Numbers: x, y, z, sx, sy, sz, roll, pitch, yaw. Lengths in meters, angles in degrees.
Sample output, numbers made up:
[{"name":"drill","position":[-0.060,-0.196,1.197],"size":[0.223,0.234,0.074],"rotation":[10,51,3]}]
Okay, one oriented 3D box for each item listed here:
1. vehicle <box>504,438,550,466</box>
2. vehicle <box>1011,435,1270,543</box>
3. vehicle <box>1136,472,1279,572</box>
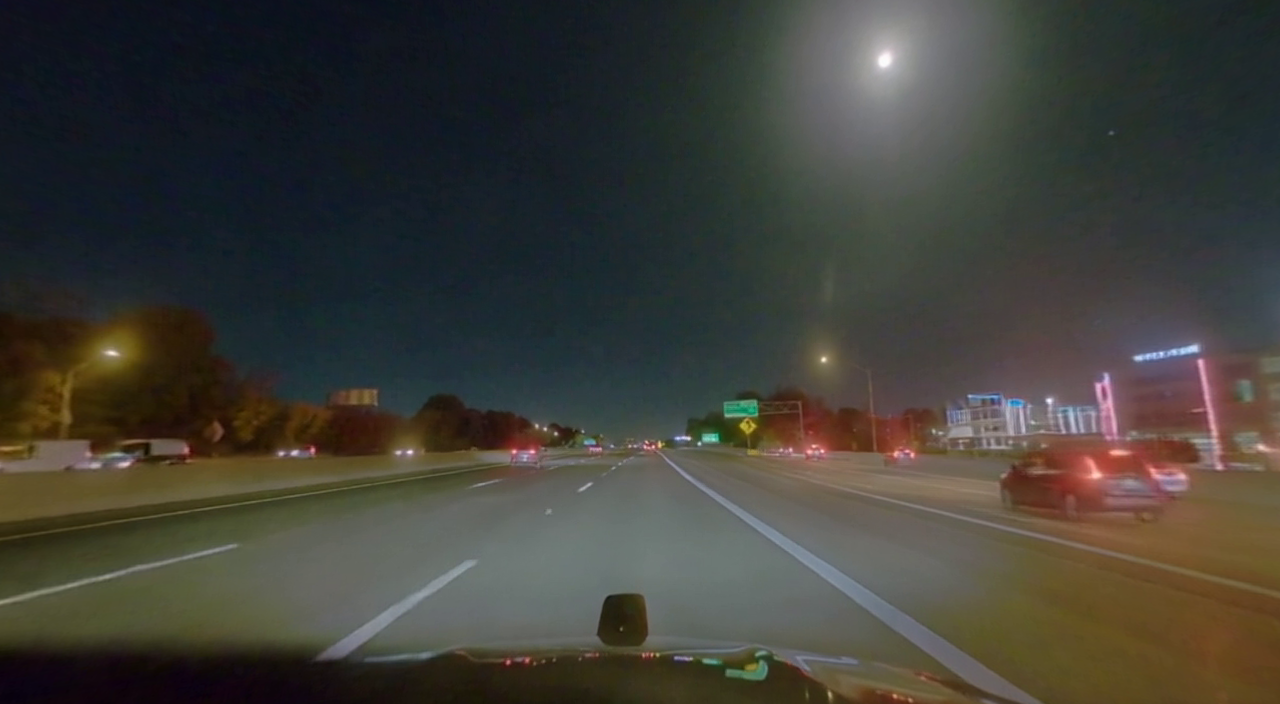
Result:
[{"name":"vehicle","position":[-7.149,6.360,40.307],"size":[2.088,1.678,4.426],"rotation":[0,-8,1]},{"name":"vehicle","position":[18.029,4.854,23.689],"size":[3.007,3.318,7.486],"rotation":[1,-8,-5]},{"name":"vehicle","position":[18.988,4.160,13.550],"size":[3.122,2.437,15.553],"rotation":[0,-8,-5]}]
